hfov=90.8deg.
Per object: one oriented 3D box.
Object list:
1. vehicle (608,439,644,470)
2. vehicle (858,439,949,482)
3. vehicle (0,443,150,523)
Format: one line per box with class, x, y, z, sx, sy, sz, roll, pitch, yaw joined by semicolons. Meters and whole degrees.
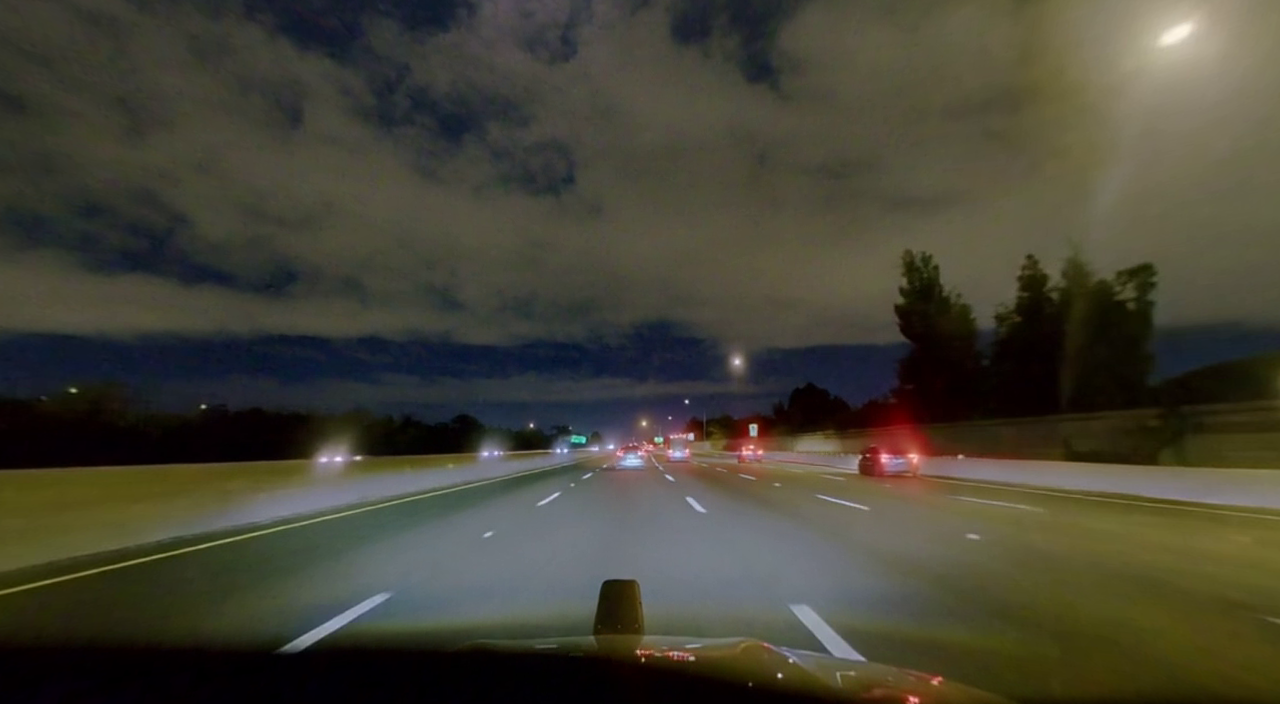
vehicle;-0.835;6.277;38.801;2.121;1.739;4.087;0;-9;-1
vehicle;11.195;4.631;27.214;1.912;1.673;4.438;0;-9;-1
vehicle;-11.400;2.429;12.112;1.416;1.326;3.186;0;-9;-1
